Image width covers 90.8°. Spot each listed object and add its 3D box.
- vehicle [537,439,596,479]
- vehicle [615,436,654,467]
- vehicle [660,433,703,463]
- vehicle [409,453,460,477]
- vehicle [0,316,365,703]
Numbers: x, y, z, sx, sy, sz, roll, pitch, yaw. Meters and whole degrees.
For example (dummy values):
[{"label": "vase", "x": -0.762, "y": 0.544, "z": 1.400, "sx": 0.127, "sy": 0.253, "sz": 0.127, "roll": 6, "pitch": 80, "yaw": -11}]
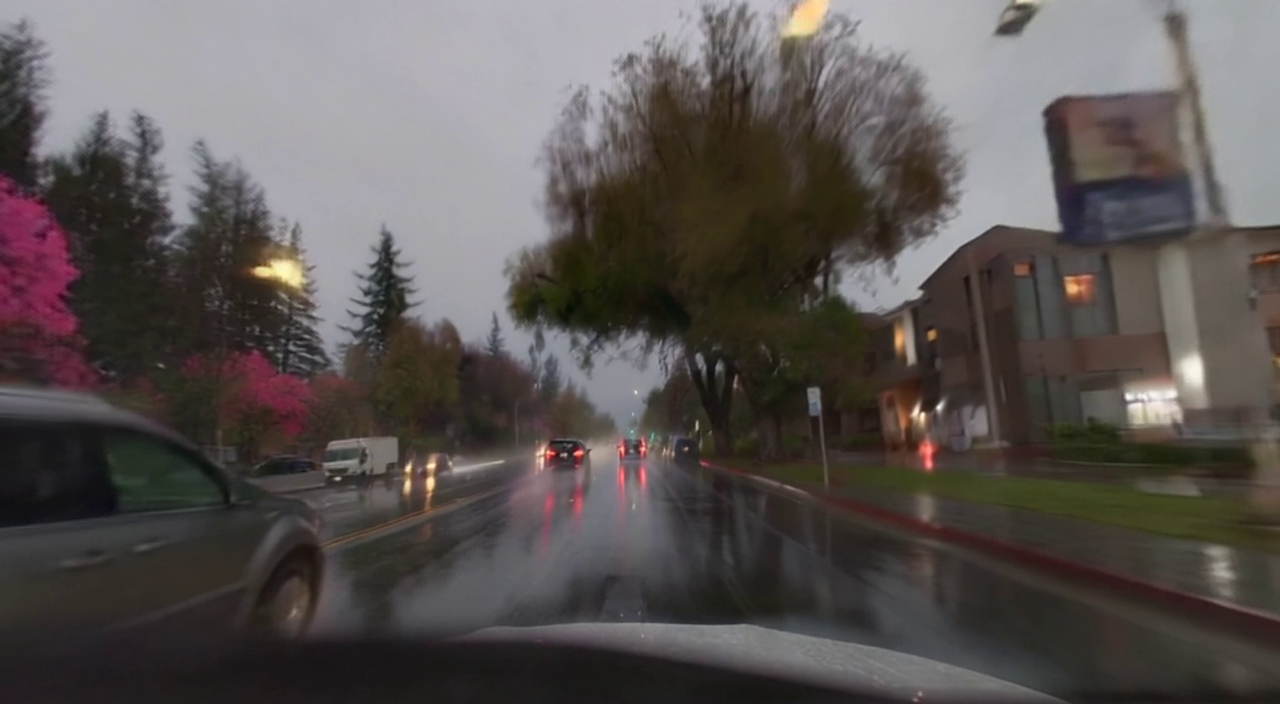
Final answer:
[{"label": "vehicle", "x": -3.179, "y": 4.749, "z": 28.241, "sx": 2.167, "sy": 1.634, "sz": 4.220, "roll": 0, "pitch": -8, "yaw": 0}, {"label": "vehicle", "x": -0.386, "y": 6.367, "z": 40.553, "sx": 2.376, "sy": 1.801, "sz": 4.317, "roll": 0, "pitch": -8, "yaw": -1}, {"label": "vehicle", "x": 3.009, "y": 7.142, "z": 47.001, "sx": 2.653, "sy": 2.058, "sz": 5.096, "roll": 0, "pitch": -9, "yaw": -2}, {"label": "vehicle", "x": -13.216, "y": 7.276, "z": 40.867, "sx": 1.867, "sy": 1.436, "sz": 4.300, "roll": 0, "pitch": -8, "yaw": 0}, {"label": "vehicle", "x": -3.164, "y": 0.789, "z": 2.110, "sx": 2.257, "sy": 1.751, "sz": 5.028, "roll": 0, "pitch": -9, "yaw": -1}]
